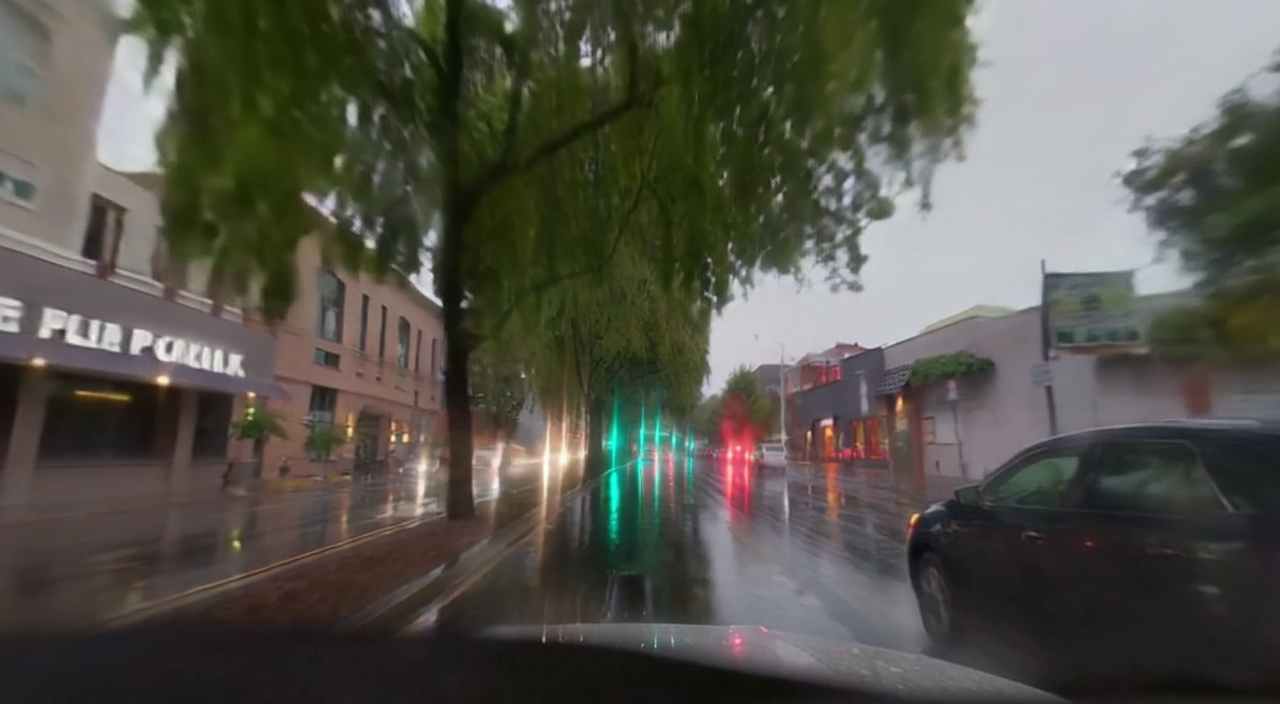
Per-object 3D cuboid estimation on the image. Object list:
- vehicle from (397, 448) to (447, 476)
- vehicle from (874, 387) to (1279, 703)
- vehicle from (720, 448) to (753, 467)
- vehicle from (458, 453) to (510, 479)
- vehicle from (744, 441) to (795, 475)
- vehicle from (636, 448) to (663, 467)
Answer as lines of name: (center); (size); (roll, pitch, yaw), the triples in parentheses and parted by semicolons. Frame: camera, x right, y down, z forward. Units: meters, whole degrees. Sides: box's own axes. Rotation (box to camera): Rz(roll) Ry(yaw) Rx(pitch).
vehicle: (-15.860, 8.017, 46.094); (1.972, 1.898, 4.556); (0, -9, 0)
vehicle: (2.956, 1.045, 3.160); (1.989, 1.498, 4.050); (0, -9, 0)
vehicle: (7.563, 8.314, 49.823); (1.874, 1.438, 4.466); (0, -9, 0)
vehicle: (-8.408, 6.152, 34.282); (1.748, 1.278, 4.300); (0, -9, 0)
vehicle: (7.550, 6.199, 37.176); (2.050, 1.838, 4.535); (0, -9, 0)
vehicle: (0.674, 7.810, 46.858); (1.945, 1.343, 3.827); (0, -8, 0)
